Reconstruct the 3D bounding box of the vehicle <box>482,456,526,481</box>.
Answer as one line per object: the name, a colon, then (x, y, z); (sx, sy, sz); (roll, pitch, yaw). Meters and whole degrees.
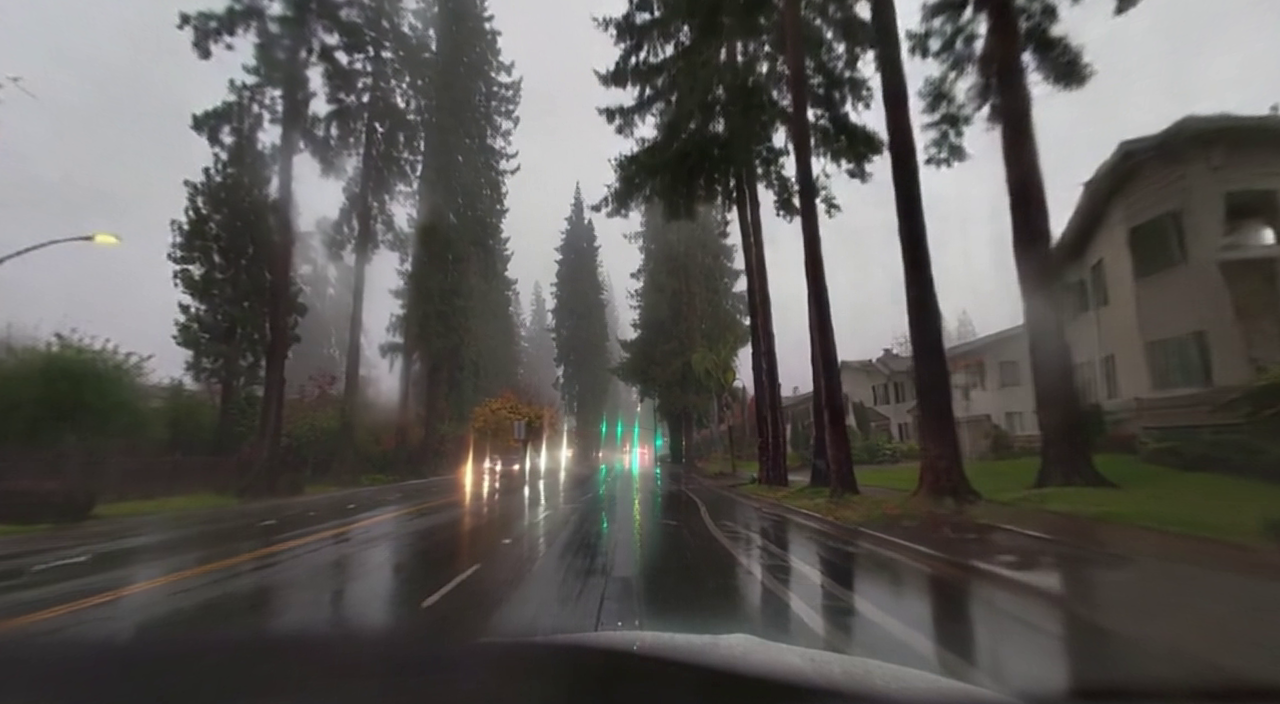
vehicle: (-9.163, 7.851, 42.762); (2.050, 1.486, 4.512); (0, -9, -2)
